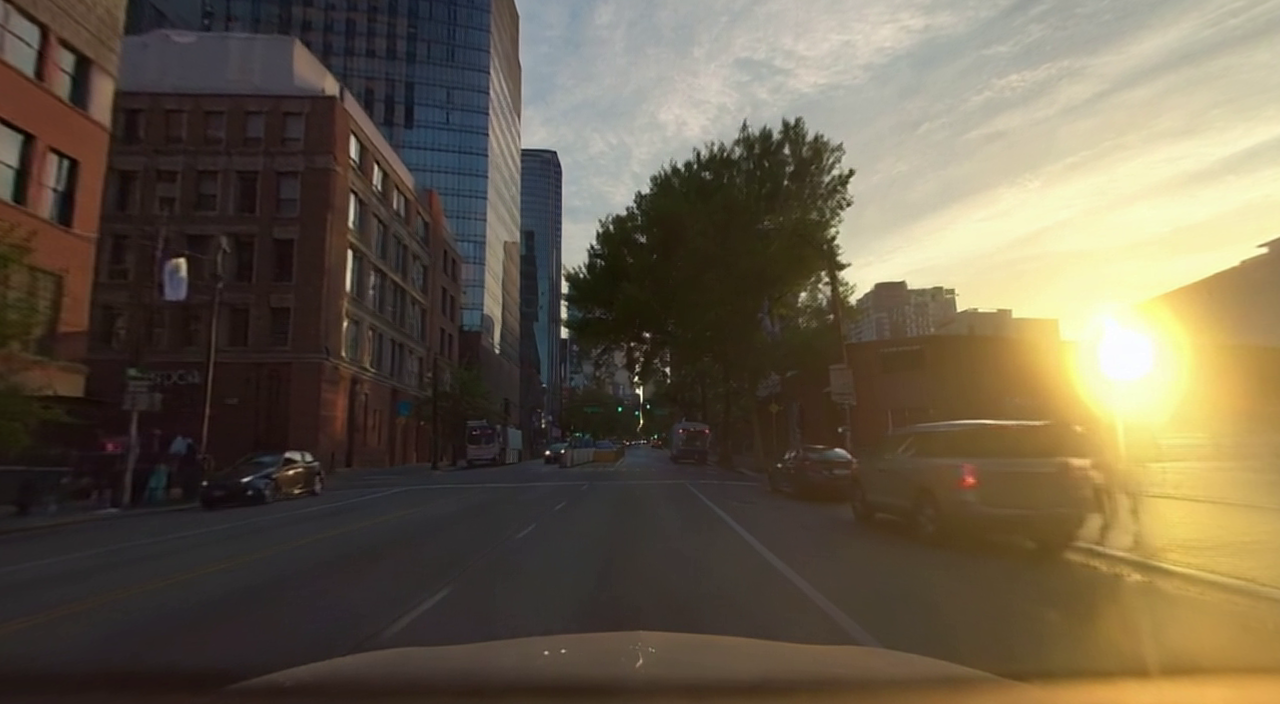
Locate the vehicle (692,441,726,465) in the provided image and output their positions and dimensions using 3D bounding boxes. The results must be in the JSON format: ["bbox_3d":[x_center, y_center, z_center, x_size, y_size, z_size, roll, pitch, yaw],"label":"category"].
[{"bbox_3d":[4.559,6.717,42.218,1.891,1.535,4.068,0,-8,1],"label":"vehicle"}]

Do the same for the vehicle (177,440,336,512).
[{"bbox_3d":[-11.128,3.617,18.814,2.039,1.770,4.445,-3,-9,-1],"label":"vehicle"}]

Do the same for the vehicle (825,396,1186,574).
[{"bbox_3d":[4.743,1.825,9.552,2.237,1.908,5.320,0,-8,0],"label":"vehicle"}]

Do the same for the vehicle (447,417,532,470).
[{"bbox_3d":[-11.046,6.961,48.024,3.049,3.345,12.614,-3,-8,1],"label":"vehicle"}]
